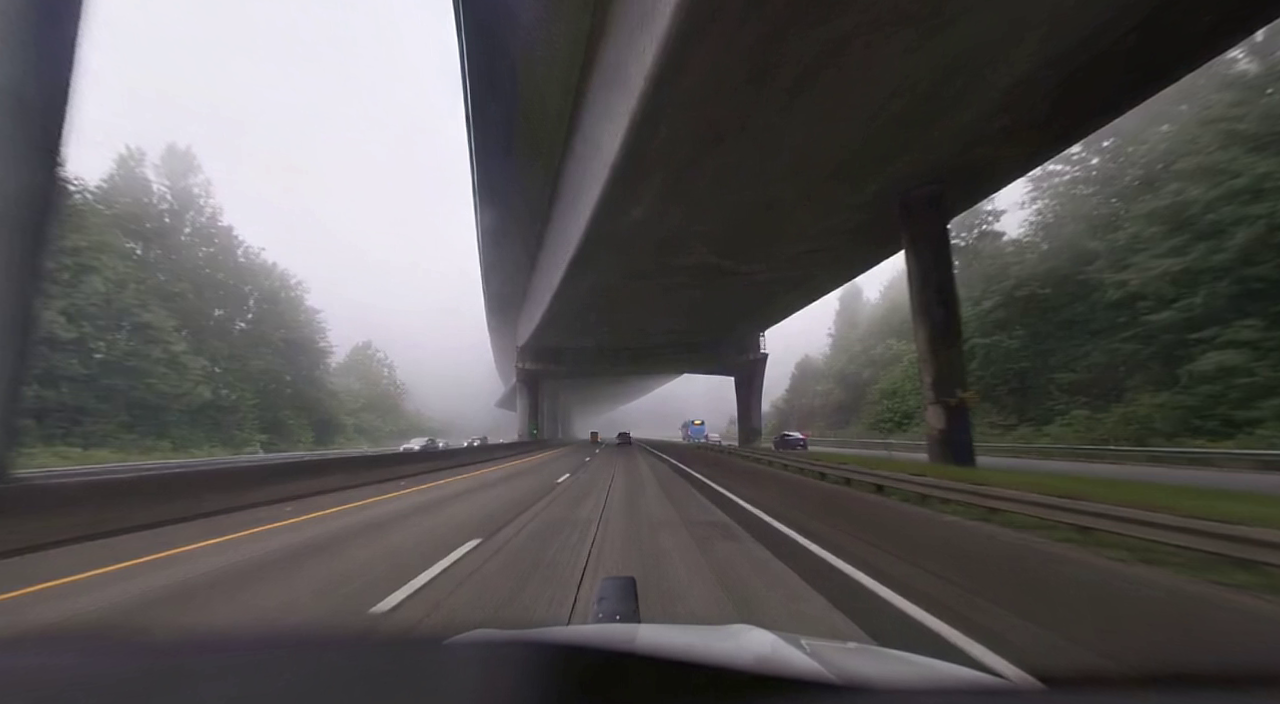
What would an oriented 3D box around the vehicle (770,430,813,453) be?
[{"bbox_3d":[10.221,6.029,42.584,1.880,1.460,3.770,0,-8,-2],"label":"vehicle"}]
